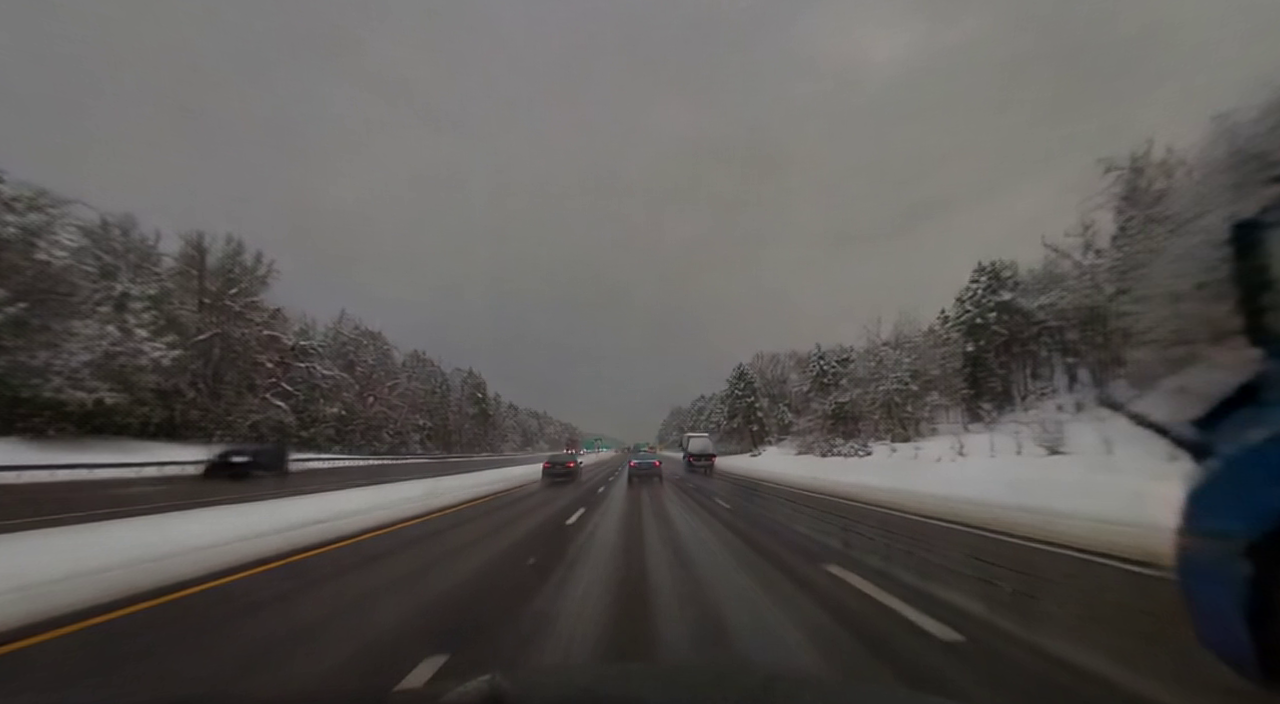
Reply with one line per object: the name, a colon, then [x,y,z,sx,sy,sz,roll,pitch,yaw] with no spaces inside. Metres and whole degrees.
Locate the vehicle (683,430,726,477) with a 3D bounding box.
vehicle: [4.617,7.174,44.363,2.650,2.978,6.937,-2,-10,8]

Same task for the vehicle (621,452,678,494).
vehicle: [0.325,4.781,25.337,2.089,1.516,4.191,0,-9,0]

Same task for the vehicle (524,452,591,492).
vehicle: [-3.274,4.821,25.732,2.105,1.467,4.099,0,-9,1]
